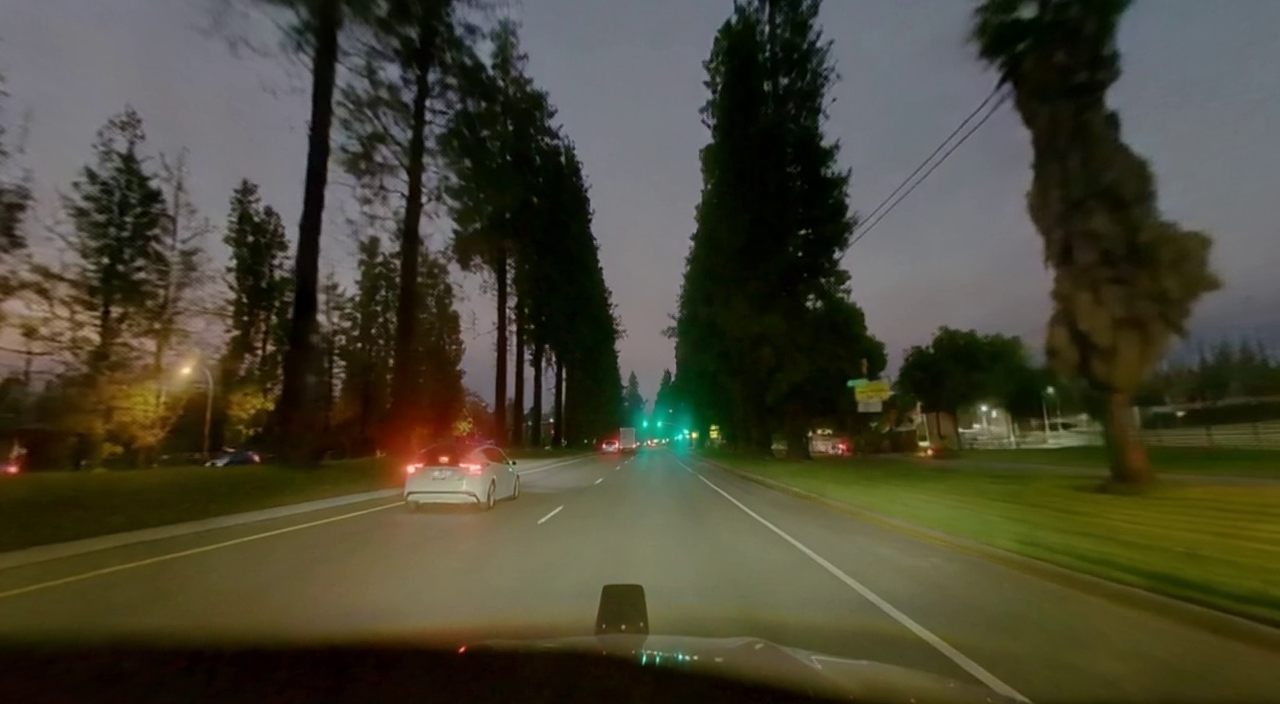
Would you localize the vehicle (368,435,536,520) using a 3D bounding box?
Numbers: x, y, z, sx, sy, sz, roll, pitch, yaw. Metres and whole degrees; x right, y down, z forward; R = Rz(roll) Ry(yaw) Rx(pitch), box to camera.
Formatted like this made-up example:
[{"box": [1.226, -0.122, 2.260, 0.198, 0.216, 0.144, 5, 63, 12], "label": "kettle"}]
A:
[{"box": [-3.634, 2.516, 13.205, 2.033, 1.454, 4.512, 0, -8, 1], "label": "vehicle"}]
